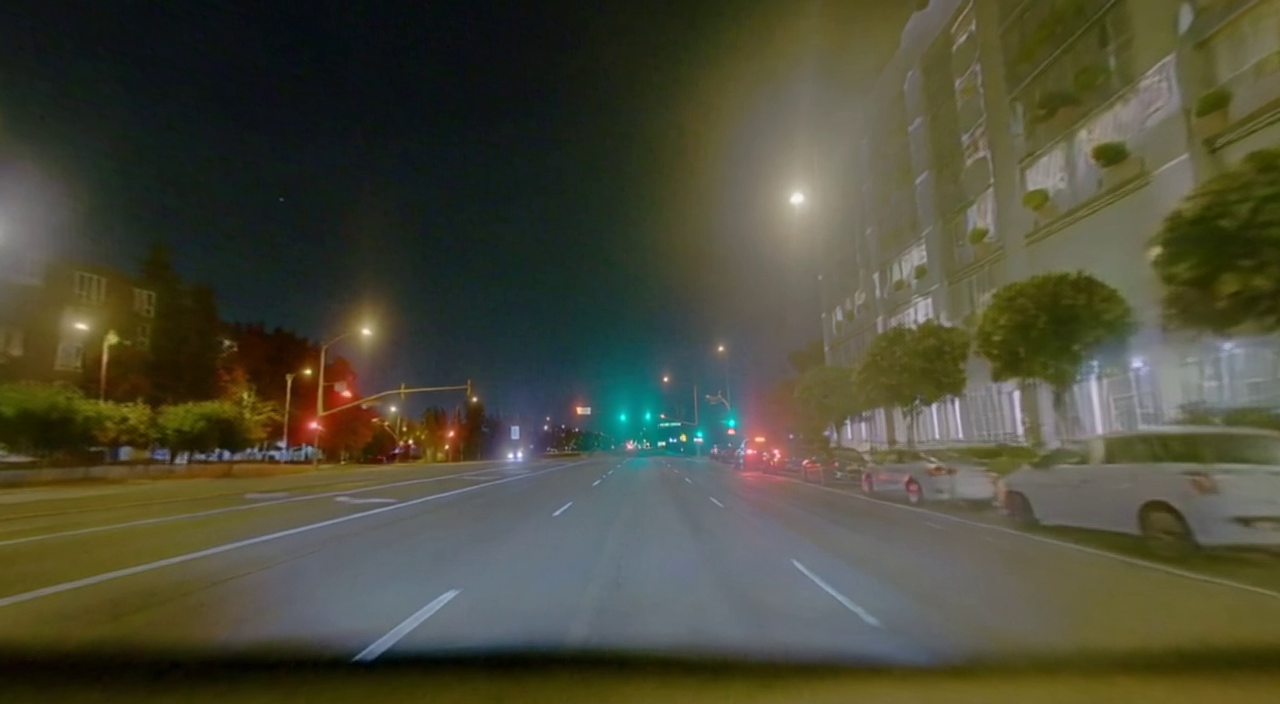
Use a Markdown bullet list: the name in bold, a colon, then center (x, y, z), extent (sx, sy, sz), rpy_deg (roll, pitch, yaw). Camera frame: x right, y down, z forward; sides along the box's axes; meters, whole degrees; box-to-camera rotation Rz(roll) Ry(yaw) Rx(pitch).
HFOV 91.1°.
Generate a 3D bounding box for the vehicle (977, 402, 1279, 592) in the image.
- **vehicle**: center (6.669, 1.673, 8.116), extent (1.977, 1.732, 4.555), rpy_deg (0, -9, -1)

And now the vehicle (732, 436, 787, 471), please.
- **vehicle**: center (6.881, 5.922, 36.731), extent (2.169, 1.876, 4.931), rpy_deg (0, -9, 0)

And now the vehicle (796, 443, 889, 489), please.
- **vehicle**: center (7.101, 4.019, 22.537), extent (1.864, 1.466, 4.352), rpy_deg (0, -9, 0)

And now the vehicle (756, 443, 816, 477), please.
- **vehicle**: center (6.938, 5.182, 30.348), extent (1.863, 1.512, 4.525), rpy_deg (0, -9, 1)

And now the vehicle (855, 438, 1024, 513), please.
- **vehicle**: center (6.980, 2.900, 15.314), extent (1.884, 1.523, 4.746), rpy_deg (0, -9, 1)
